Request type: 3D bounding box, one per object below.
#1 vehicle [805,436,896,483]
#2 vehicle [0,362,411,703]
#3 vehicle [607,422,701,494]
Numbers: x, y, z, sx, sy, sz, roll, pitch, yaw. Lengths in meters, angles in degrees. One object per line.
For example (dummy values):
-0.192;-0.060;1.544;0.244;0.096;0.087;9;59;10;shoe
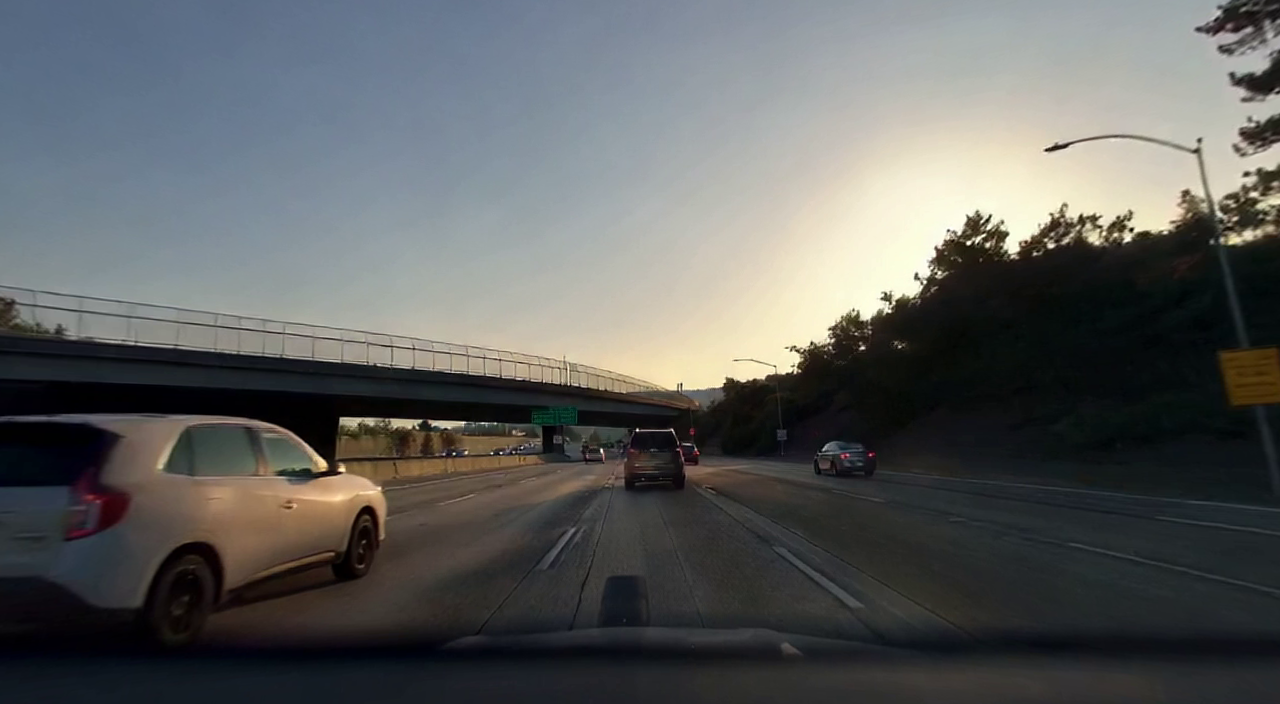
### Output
8.707;4.493;26.486;2.133;1.770;4.537;0;-9;-1;vehicle
-3.558;1.165;4.653;2.099;1.640;4.134;0;-9;1;vehicle
0.374;3.540;21.317;2.732;2.065;5.826;0;-9;-1;vehicle
